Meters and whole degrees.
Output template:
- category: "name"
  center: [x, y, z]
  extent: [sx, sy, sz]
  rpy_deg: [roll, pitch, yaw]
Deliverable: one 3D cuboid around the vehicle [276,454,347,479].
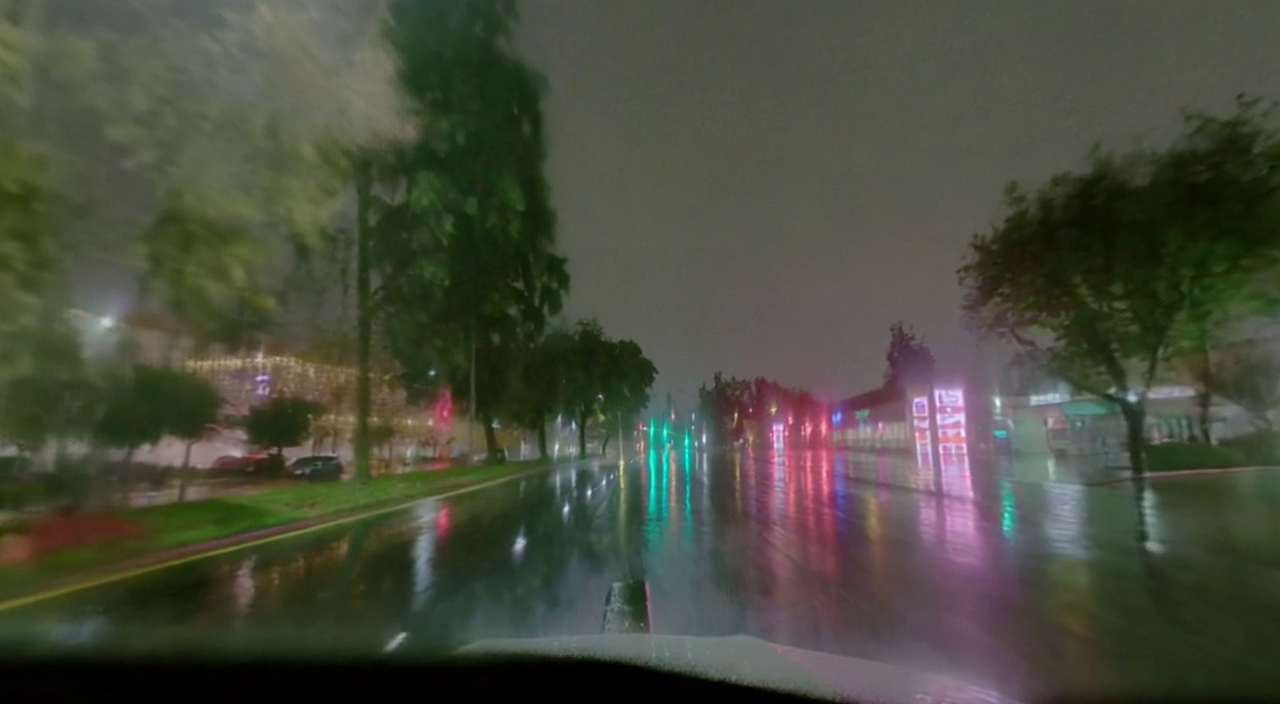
- category: "vehicle"
  center: [-22.107, 7.705, 42.666]
  extent: [2.135, 1.467, 4.653]
  rpy_deg: [-1, -8, 2]
